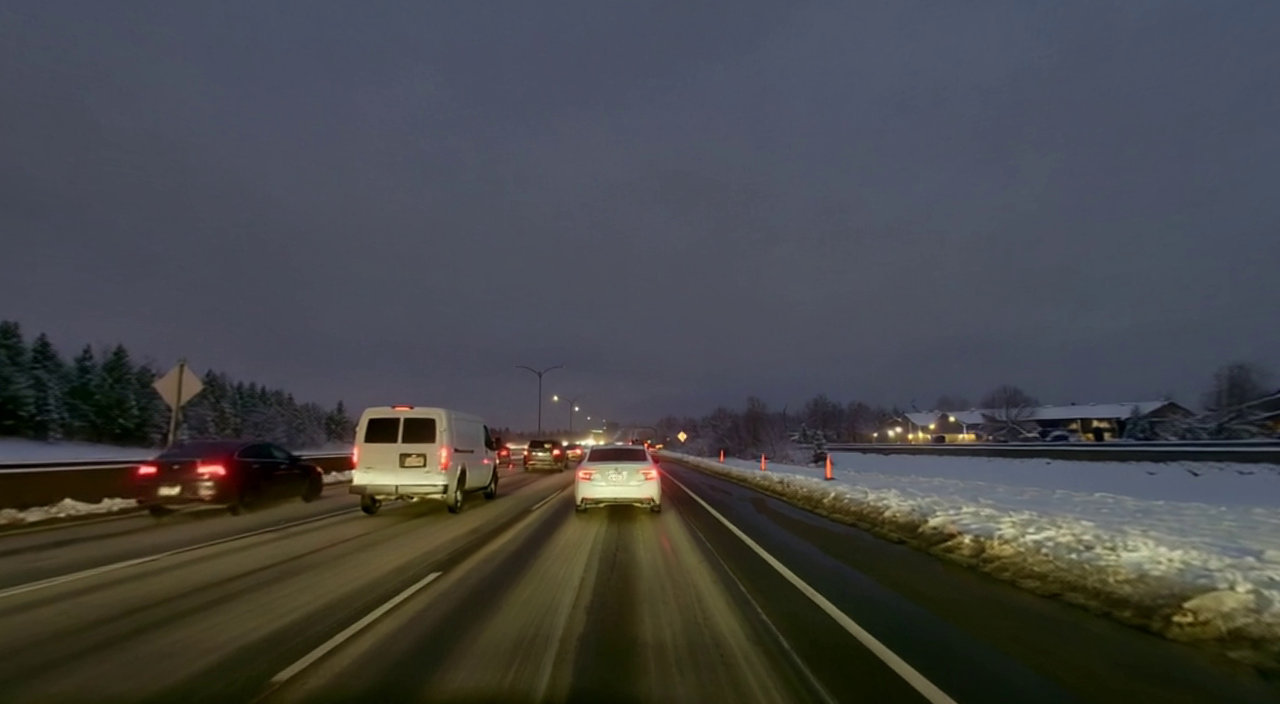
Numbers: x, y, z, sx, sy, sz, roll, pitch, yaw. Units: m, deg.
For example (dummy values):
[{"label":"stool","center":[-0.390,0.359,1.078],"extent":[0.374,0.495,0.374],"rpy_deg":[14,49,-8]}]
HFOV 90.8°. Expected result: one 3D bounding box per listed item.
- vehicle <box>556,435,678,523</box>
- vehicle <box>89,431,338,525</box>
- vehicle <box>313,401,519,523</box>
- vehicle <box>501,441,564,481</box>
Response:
[{"label":"vehicle","center":[-0.434,2.466,12.815],"extent":[2.069,1.484,3.918],"rpy_deg":[0,-8,-1]},{"label":"vehicle","center":[-7.974,2.369,12.462],"extent":[1.930,1.506,4.279],"rpy_deg":[0,-9,0]},{"label":"vehicle","center":[-4.275,2.262,13.455],"extent":[2.324,2.012,5.740],"rpy_deg":[0,-9,-1]},{"label":"vehicle","center":[-4.224,4.310,25.341],"extent":[1.824,1.459,4.007],"rpy_deg":[0,-9,0]}]
